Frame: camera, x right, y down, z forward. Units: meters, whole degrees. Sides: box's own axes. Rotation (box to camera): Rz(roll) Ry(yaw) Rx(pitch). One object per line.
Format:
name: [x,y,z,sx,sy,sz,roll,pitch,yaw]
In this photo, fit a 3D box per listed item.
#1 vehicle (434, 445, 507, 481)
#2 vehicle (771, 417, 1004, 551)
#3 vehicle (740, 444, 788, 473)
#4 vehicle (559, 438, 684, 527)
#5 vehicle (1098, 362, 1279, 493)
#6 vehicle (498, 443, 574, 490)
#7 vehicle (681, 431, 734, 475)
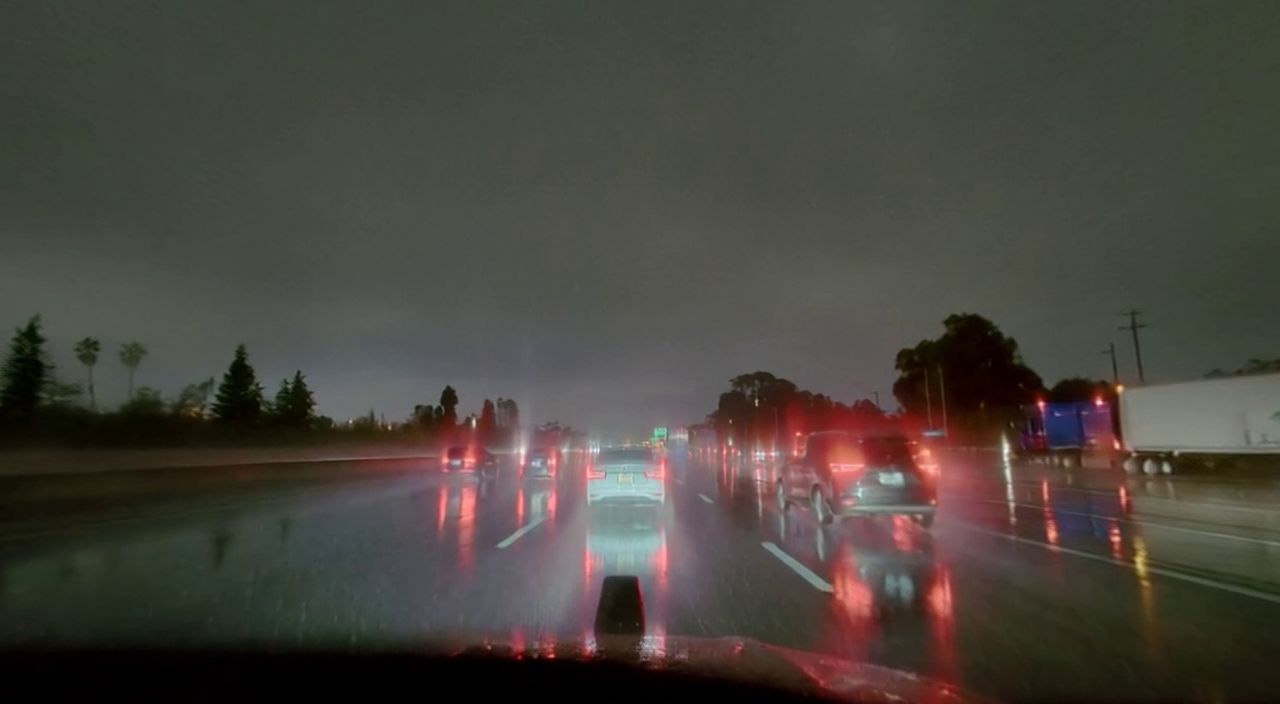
vehicle: [-7.837,5.171,29.635,2.032,1.549,4.850,0,-9,1]
vehicle: [3.564,1.991,10.082,2.053,1.666,4.106,0,-9,0]
vehicle: [7.545,6.480,38.658,2.055,1.650,4.241,0,-9,-1]
vehicle: [-0.280,2.551,12.862,2.132,1.499,4.038,0,-9,1]
vehicle: [21.381,2.561,20.909,2.970,4.079,10.086,3,-9,-14]
vehicle: [-3.653,4.114,22.964,1.926,1.542,4.329,0,-9,1]
vehicle: [3.765,5.798,36.306,2.440,2.313,5.266,0,-9,0]
